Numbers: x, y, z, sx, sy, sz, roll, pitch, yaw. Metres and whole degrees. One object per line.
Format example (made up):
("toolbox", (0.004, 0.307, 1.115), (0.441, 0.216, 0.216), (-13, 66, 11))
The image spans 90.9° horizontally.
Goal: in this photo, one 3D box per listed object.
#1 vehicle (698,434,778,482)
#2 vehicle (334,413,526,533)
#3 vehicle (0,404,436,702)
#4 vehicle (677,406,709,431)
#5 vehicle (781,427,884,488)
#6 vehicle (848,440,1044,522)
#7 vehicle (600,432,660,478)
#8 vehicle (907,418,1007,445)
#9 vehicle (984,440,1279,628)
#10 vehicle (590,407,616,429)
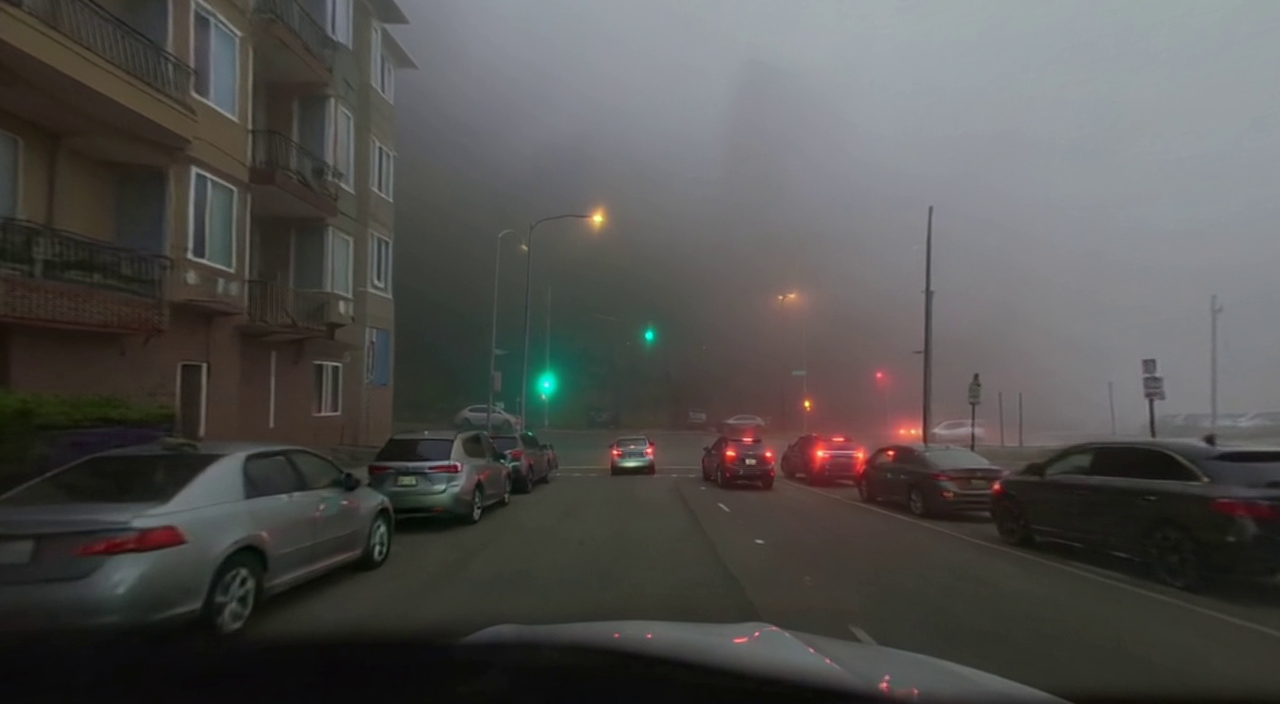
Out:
("vehicle", (3.208, 3.581, 21.645), (2.055, 1.450, 4.676), (0, -8, 1))
("vehicle", (-3.412, 2.063, 11.287), (1.922, 1.704, 4.398), (0, -8, 0))
("vehicle", (-3.492, 1.350, 5.485), (1.869, 1.491, 4.458), (0, -8, 1))
("vehicle", (3.825, 4.895, 46.150), (2.093, 1.655, 4.327), (0, -8, 1))
("vehicle", (6.176, 3.437, 20.829), (1.999, 1.752, 4.502), (0, -8, 1))
("vehicle", (6.188, 2.637, 13.475), (1.962, 1.438, 4.440), (0, -8, 0))
("vehicle", (-0.282, 3.620, 22.290), (1.923, 1.460, 3.923), (0, -8, 1))
("vehicle", (18.448, 4.662, 36.810), (4.738, 1.537, 1.960), (-1, -8, 3))
("vehicle", (6.089, 1.761, 7.127), (1.938, 1.487, 4.371), (0, -8, 0))
("vehicle", (-2.830, 5.180, 49.329), (1.878, 1.521, 3.697), (0, -8, -1))
